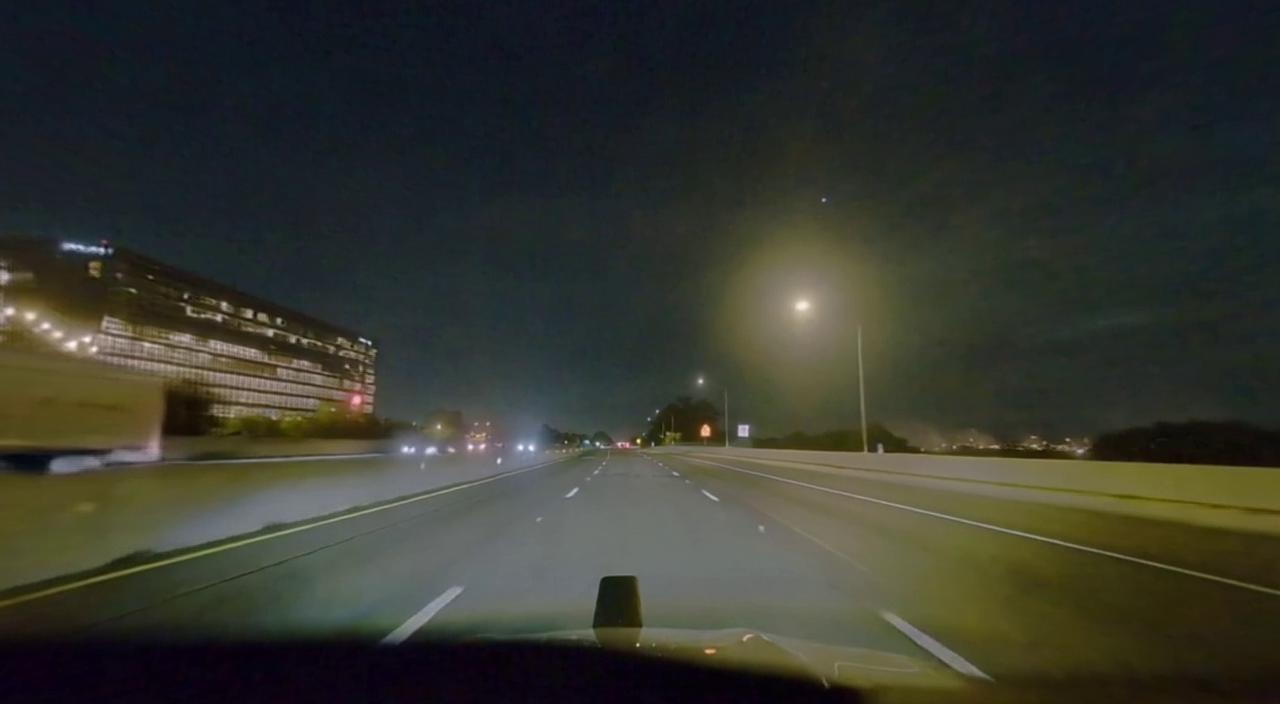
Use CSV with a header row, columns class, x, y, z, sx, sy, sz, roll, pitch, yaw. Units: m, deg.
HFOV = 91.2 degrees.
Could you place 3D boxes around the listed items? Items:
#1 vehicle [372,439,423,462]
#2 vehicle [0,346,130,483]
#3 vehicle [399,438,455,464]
class,x,y,z,sx,sy,sz,roll,pitch,yaw
vehicle,-17.552,7.163,45.538,1.933,1.510,4.591,0,-9,-1
vehicle,-20.718,1.523,16.520,2.948,4.084,14.022,0,-9,-1
vehicle,-13.161,6.164,39.059,1.918,1.509,4.621,0,-9,-1
